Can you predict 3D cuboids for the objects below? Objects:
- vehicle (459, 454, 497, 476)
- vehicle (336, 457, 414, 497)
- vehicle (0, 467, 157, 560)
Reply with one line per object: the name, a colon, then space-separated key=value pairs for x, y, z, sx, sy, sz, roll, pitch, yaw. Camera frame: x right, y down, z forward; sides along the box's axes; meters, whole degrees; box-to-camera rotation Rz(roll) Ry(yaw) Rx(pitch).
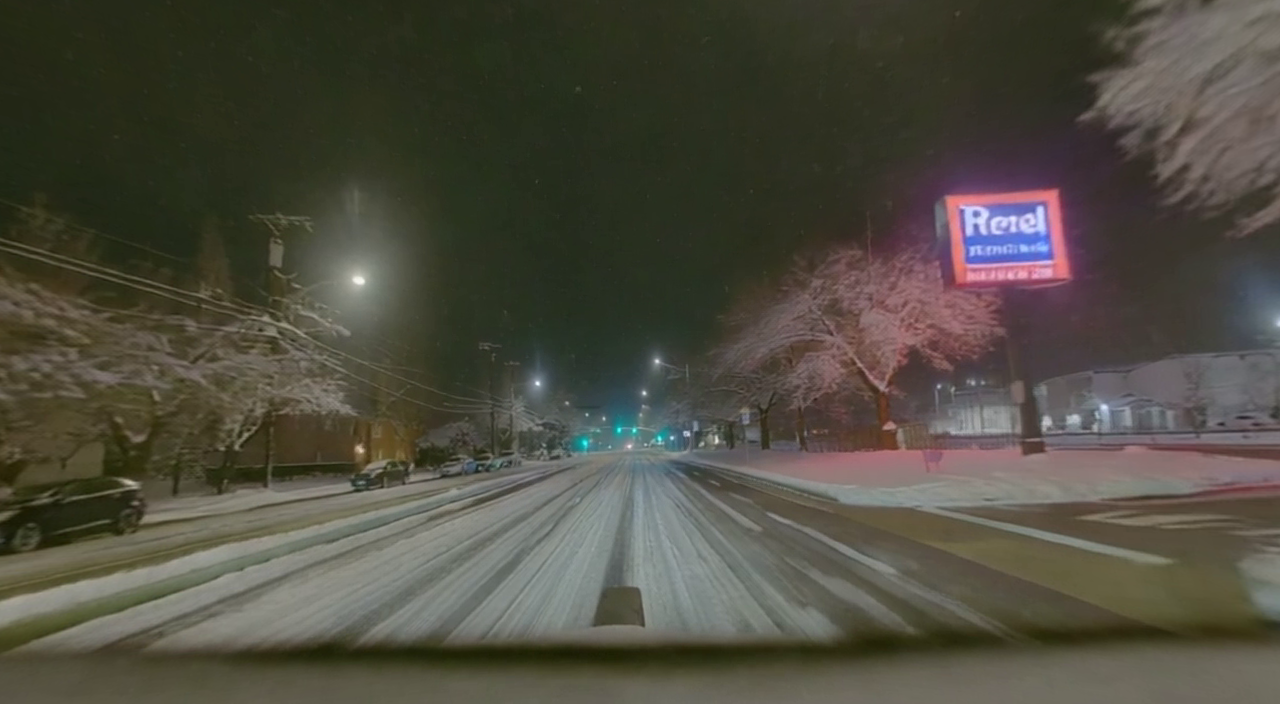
vehicle: x=-12.626 y=8.823 z=49.398 sx=1.854 sy=1.442 sz=4.213 roll=-4 pitch=-8 yaw=-1
vehicle: x=-12.627 y=5.933 z=30.349 sx=1.986 sy=1.488 sz=4.330 roll=-5 pitch=-8 yaw=-2
vehicle: x=-12.628 y=3.372 z=13.354 sx=1.953 sy=1.558 sz=3.839 roll=-6 pitch=-9 yaw=-2
